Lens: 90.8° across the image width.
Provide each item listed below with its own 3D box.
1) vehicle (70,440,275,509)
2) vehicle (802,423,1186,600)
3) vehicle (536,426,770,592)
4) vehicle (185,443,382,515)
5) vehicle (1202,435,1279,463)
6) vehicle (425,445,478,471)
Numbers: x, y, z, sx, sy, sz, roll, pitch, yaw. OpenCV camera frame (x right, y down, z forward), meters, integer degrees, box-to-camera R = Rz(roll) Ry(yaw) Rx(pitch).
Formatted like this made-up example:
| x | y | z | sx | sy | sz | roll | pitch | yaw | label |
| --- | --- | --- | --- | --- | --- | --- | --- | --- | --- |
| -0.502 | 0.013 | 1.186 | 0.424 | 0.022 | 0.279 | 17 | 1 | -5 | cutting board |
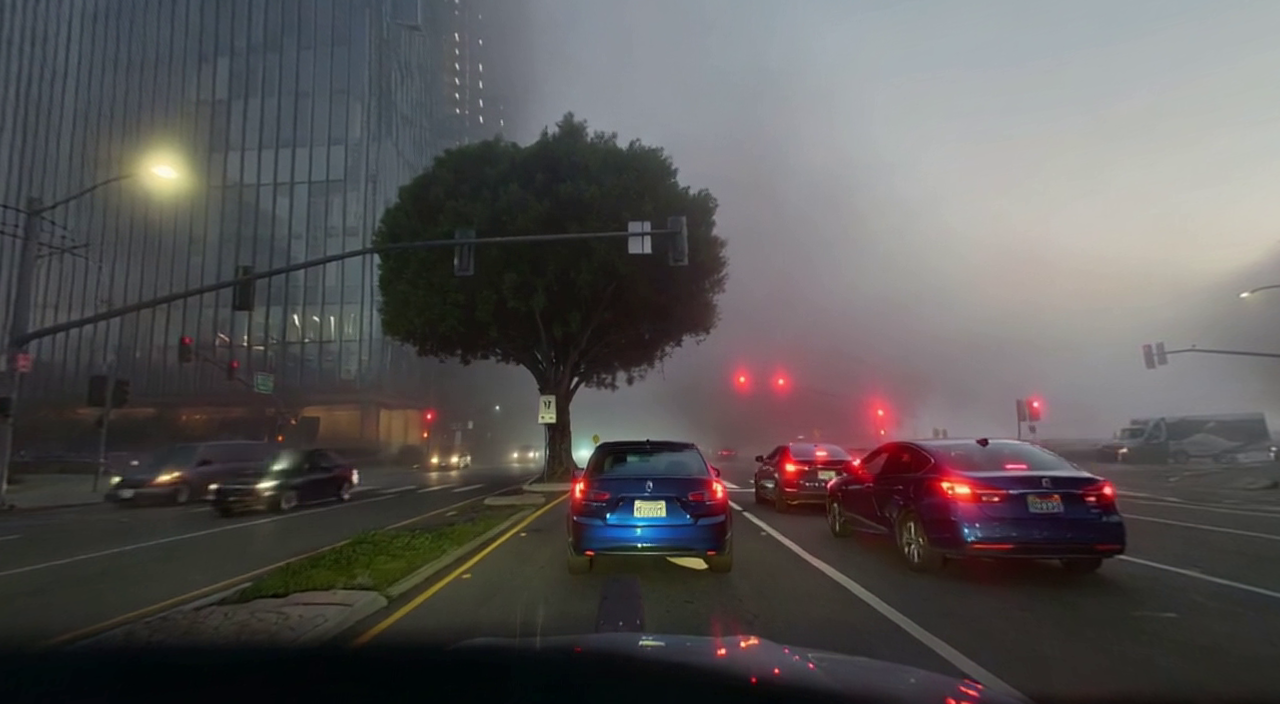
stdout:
| x | y | z | sx | sy | sz | roll | pitch | yaw | label |
| --- | --- | --- | --- | --- | --- | --- | --- | --- | --- |
| -12.732 | 3.329 | 17.734 | 2.166 | 1.659 | 4.654 | 0 | -9 | 0 | vehicle |
| 3.621 | 1.713 | 7.735 | 2.018 | 1.491 | 4.544 | 0 | -9 | -1 | vehicle |
| 0.095 | 1.717 | 7.731 | 2.087 | 1.468 | 4.014 | 0 | -9 | -1 | vehicle |
| -8.393 | 3.007 | 15.522 | 2.090 | 1.475 | 4.616 | 0 | -9 | 1 | vehicle |
| 35.225 | 5.535 | 36.156 | 4.190 | 1.535 | 1.998 | 0 | -9 | -1 | vehicle |
| -11.705 | 6.598 | 39.539 | 1.922 | 1.466 | 4.422 | 0 | -9 | 1 | vehicle |
